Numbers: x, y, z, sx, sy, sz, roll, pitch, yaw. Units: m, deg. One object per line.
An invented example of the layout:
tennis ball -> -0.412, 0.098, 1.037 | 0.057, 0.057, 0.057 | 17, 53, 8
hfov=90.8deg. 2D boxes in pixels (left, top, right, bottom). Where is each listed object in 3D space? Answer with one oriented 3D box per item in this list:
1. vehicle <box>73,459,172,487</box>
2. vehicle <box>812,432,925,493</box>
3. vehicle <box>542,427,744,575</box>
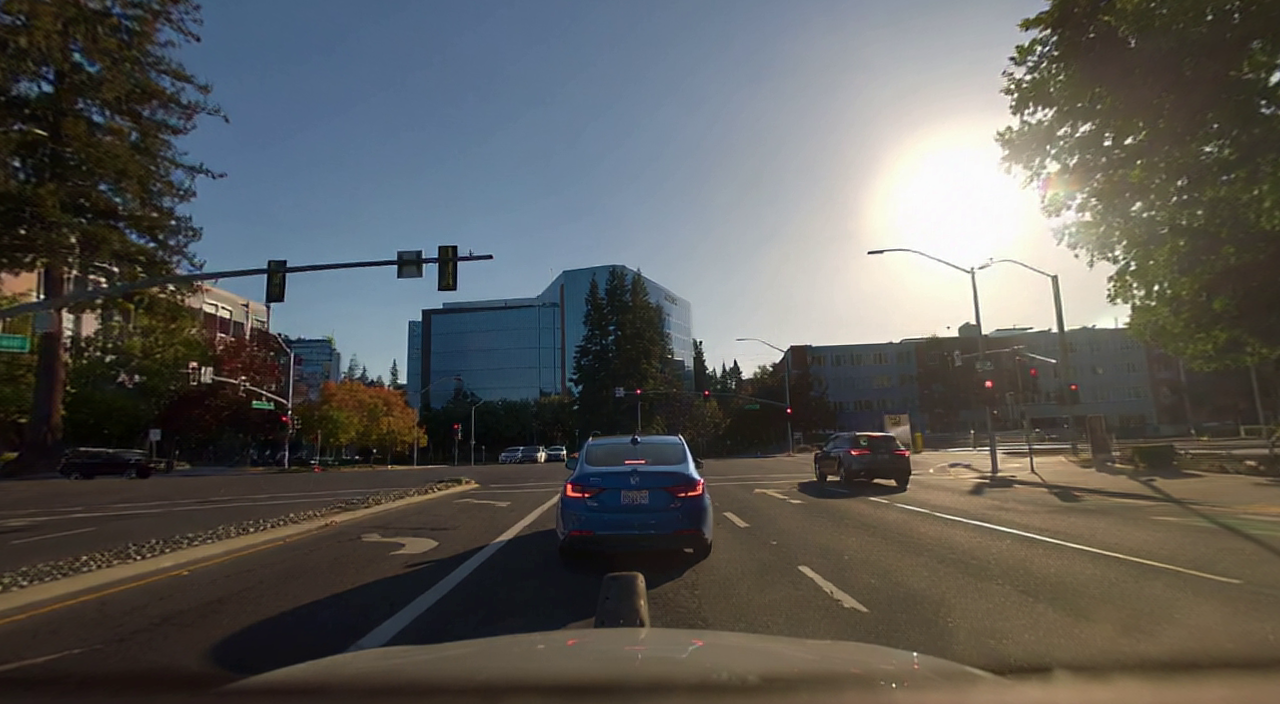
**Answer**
vehicle -> -32.391, 7.551, 39.649 | 4.401, 1.625, 1.863 | 0, -8, -4
vehicle -> 7.055, 3.444, 20.060 | 2.039, 1.692, 4.319 | 0, -8, 1
vehicle -> -0.021, 1.835, 8.638 | 2.070, 1.488, 4.206 | 0, -8, -2
